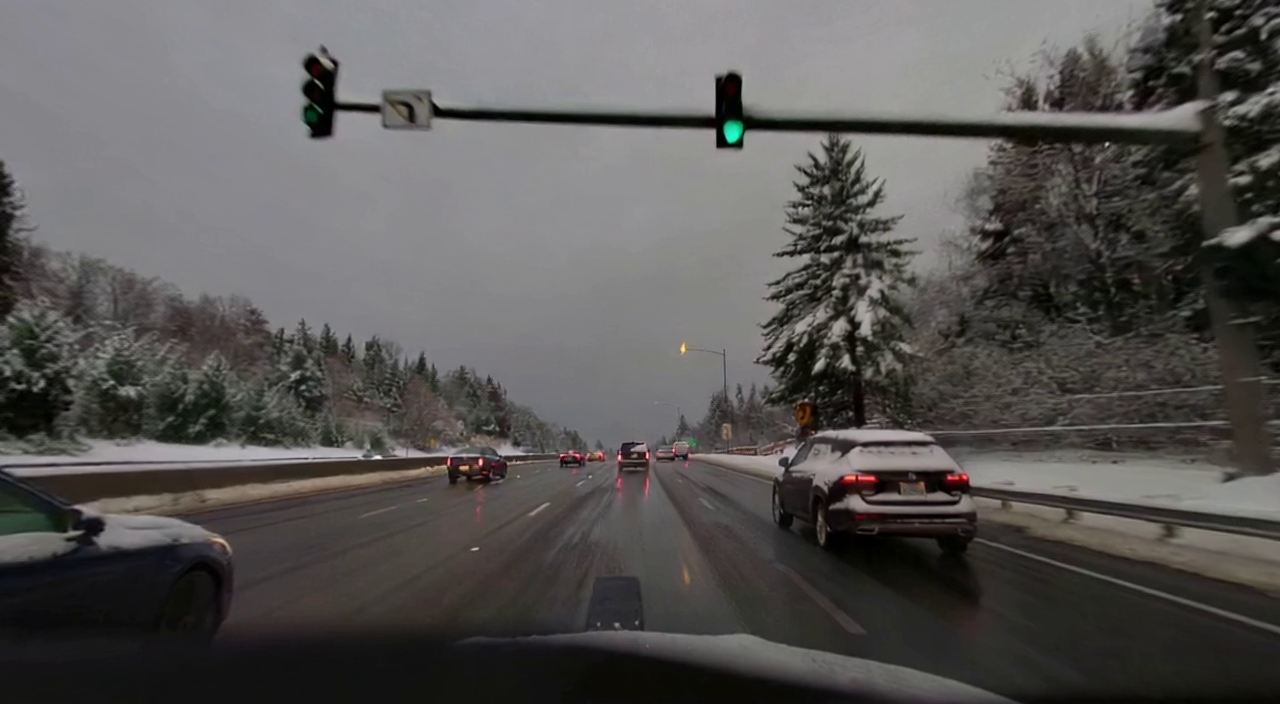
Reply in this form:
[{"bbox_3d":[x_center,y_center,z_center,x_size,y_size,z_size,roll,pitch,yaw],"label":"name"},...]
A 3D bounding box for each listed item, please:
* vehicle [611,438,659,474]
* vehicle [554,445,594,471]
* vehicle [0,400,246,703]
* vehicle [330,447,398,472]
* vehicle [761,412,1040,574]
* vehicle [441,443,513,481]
[{"bbox_3d":[-0.266,5.526,33.833,2.408,1.748,4.217,0,-8,-1],"label":"vehicle"},{"bbox_3d":[-3.921,6.369,38.112,1.968,1.473,4.209,0,-8,0],"label":"vehicle"},{"bbox_3d":[-3.451,0.795,1.325,2.130,1.514,4.766,0,-8,1],"label":"vehicle"},{"bbox_3d":[-17.070,6.651,39.328,2.045,1.482,4.665,0,-8,1],"label":"vehicle"},{"bbox_3d":[3.233,1.852,9.111,2.029,1.716,4.545,0,-8,-1],"label":"vehicle"},{"bbox_3d":[-6.959,4.707,27.397,1.980,1.519,4.147,0,-8,0],"label":"vehicle"}]
